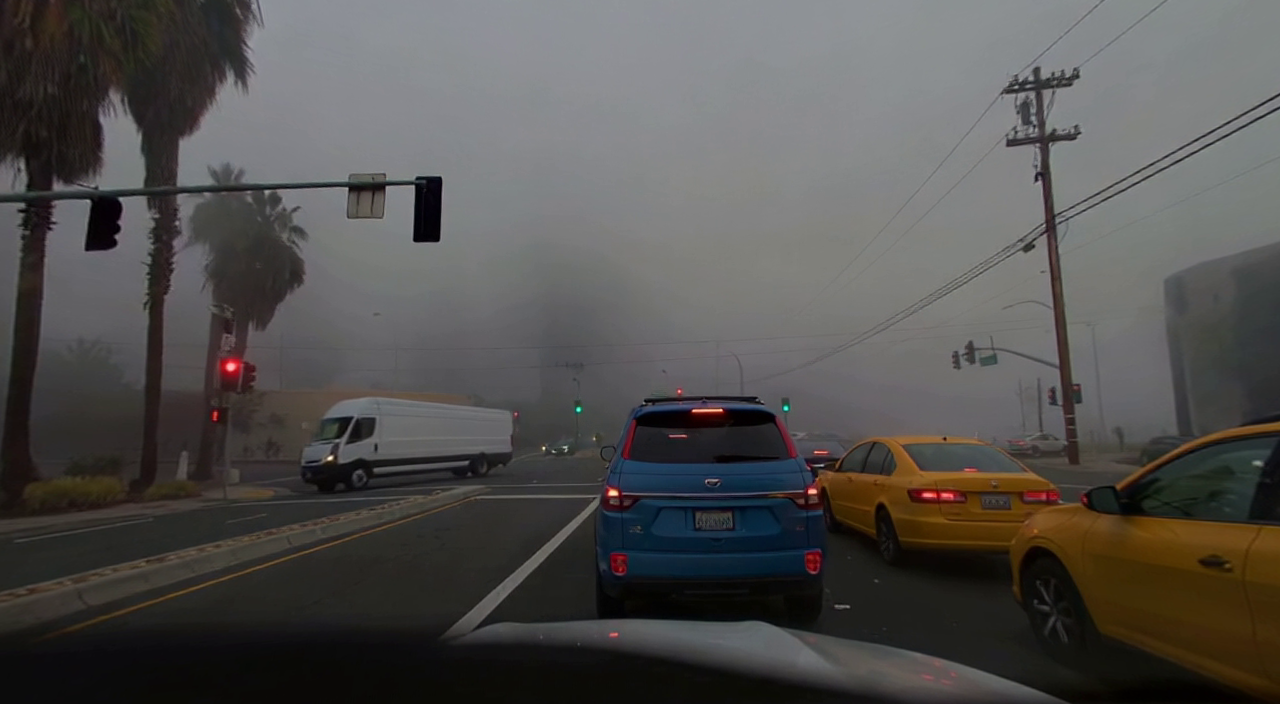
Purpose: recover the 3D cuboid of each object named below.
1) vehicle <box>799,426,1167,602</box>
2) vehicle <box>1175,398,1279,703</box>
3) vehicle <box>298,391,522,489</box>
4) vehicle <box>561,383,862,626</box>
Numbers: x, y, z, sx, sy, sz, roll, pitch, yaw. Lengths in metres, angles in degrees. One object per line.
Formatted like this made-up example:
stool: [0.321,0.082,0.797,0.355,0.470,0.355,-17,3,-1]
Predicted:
vehicle: [3.443,1.688,7.507,1.895,1.456,4.255,0,-9,-1]
vehicle: [3.361,0.656,0.661,1.805,1.485,4.348,0,-9,1]
vehicle: [-10.421,4.366,30.960,2.973,3.889,11.535,-4,-9,24]
vehicle: [0.453,1.443,6.877,2.228,1.780,4.269,0,-9,-2]
